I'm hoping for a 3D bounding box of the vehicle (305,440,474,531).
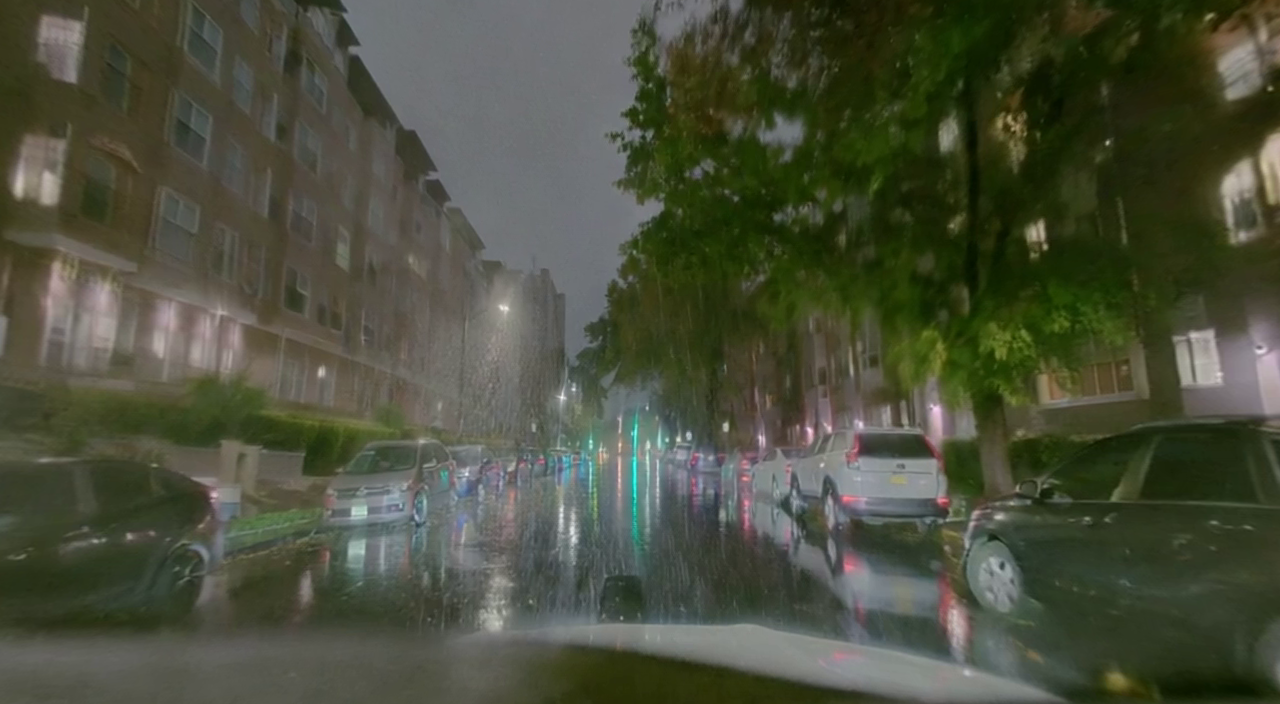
[{"bbox_3d":[-5.268,2.801,13.929,2.274,1.679,3.639,0,-7,-1],"label":"vehicle"}]

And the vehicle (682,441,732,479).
[{"bbox_3d":[3.373,5.518,32.740,1.912,1.781,5.159,0,-8,-1],"label":"vehicle"}]

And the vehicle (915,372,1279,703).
[{"bbox_3d":[3.723,1.117,3.821,1.886,1.727,4.678,0,-8,-1],"label":"vehicle"}]

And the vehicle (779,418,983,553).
[{"bbox_3d":[3.824,2.174,11.070,1.911,1.835,4.599,0,-8,2],"label":"vehicle"}]

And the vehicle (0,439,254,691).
[{"bbox_3d":[-4.762,1.329,4.151,1.830,1.493,4.373,0,-8,-2],"label":"vehicle"}]
